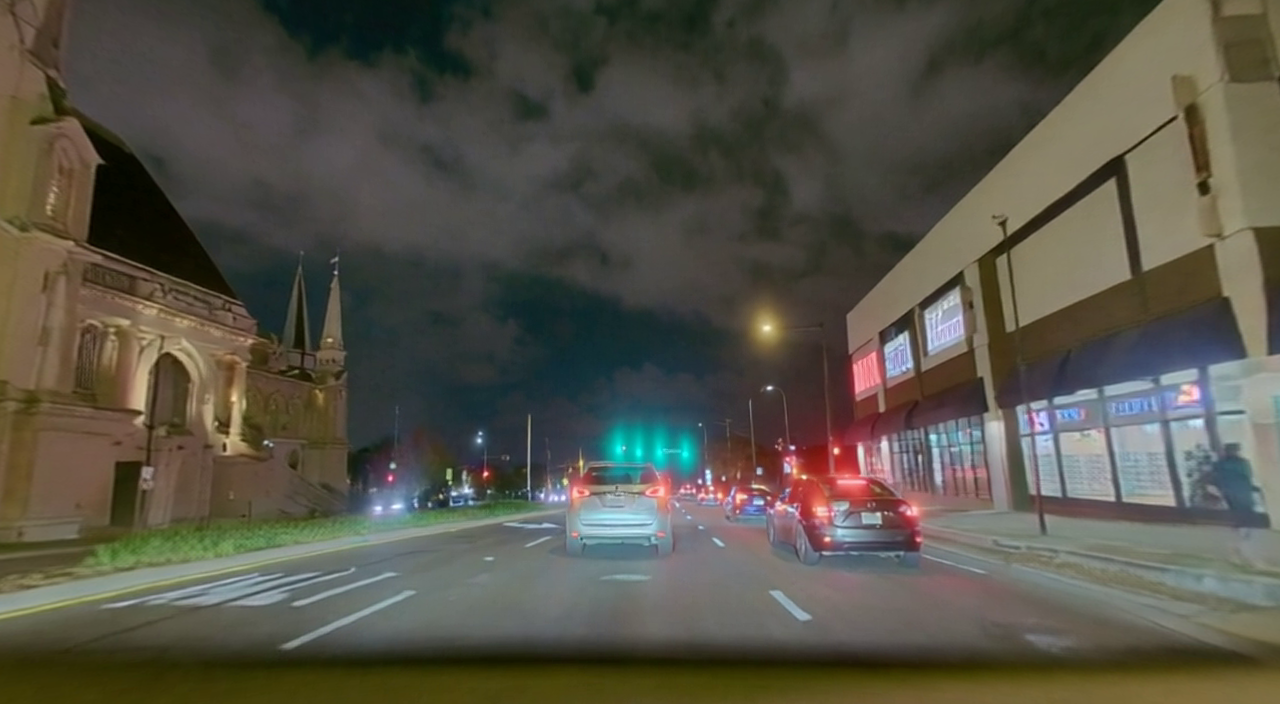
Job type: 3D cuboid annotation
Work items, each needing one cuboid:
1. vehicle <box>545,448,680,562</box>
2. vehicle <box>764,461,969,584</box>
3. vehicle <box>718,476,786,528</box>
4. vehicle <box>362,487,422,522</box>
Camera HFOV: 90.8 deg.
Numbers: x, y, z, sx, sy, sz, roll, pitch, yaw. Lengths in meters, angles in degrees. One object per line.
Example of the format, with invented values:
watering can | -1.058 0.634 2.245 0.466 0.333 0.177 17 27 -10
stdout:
vehicle | -0.407 2.790 12.307 2.168 1.776 4.135 0 -8 1
vehicle | 3.420 2.631 10.591 1.883 1.472 4.471 0 -8 2
vehicle | 4.054 5.493 23.509 1.890 1.491 4.166 0 -8 2
vehicle | -15.874 9.786 40.717 1.901 1.532 4.733 -1 -6 1
